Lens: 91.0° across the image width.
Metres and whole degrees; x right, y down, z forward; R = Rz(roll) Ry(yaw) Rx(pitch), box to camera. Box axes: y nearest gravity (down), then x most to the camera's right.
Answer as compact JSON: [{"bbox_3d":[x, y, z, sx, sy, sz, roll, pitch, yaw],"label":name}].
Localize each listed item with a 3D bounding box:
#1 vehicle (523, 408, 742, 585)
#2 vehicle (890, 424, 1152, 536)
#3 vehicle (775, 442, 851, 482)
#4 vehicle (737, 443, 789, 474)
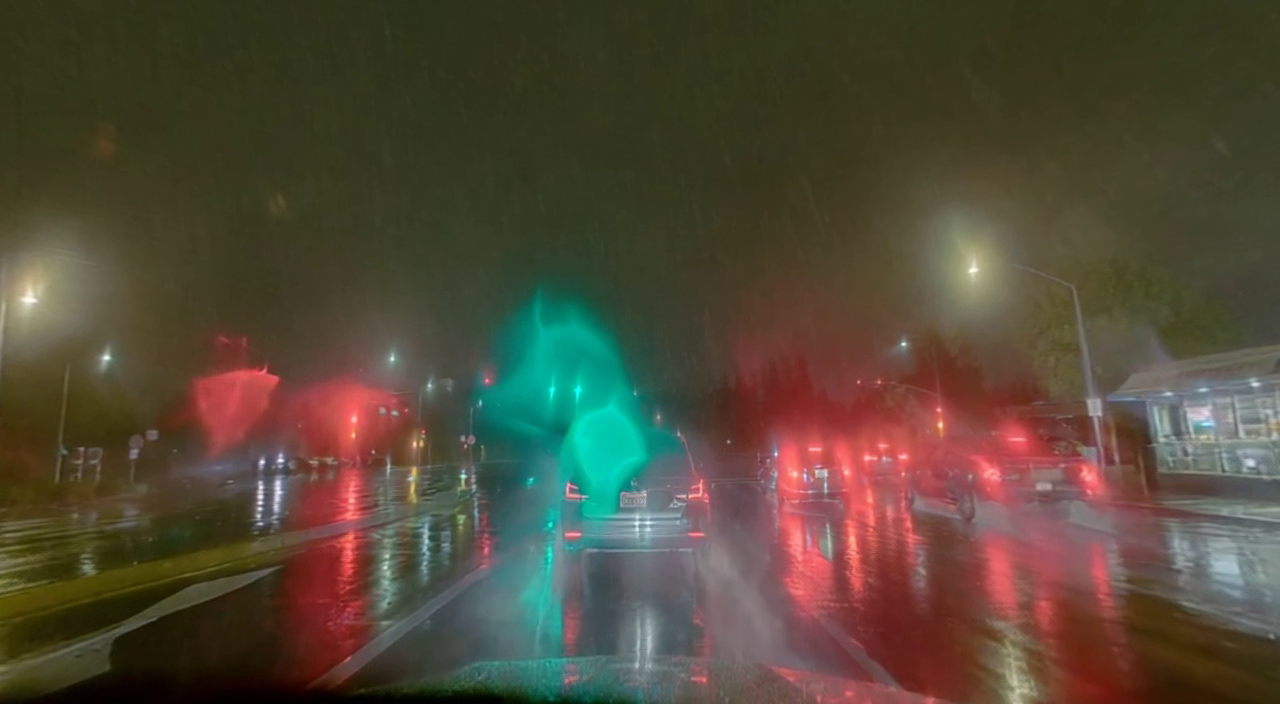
[{"bbox_3d":[-0.057,1.690,8.115,2.115,1.700,3.901,0,-9,1],"label":"vehicle"},{"bbox_3d":[6.640,2.268,11.791,2.072,1.652,4.611,0,-9,1],"label":"vehicle"},{"bbox_3d":[6.867,4.398,25.408,1.833,1.452,4.237,0,-9,0],"label":"vehicle"},{"bbox_3d":[6.275,5.455,32.632,1.961,1.477,4.454,0,-9,2],"label":"vehicle"}]
